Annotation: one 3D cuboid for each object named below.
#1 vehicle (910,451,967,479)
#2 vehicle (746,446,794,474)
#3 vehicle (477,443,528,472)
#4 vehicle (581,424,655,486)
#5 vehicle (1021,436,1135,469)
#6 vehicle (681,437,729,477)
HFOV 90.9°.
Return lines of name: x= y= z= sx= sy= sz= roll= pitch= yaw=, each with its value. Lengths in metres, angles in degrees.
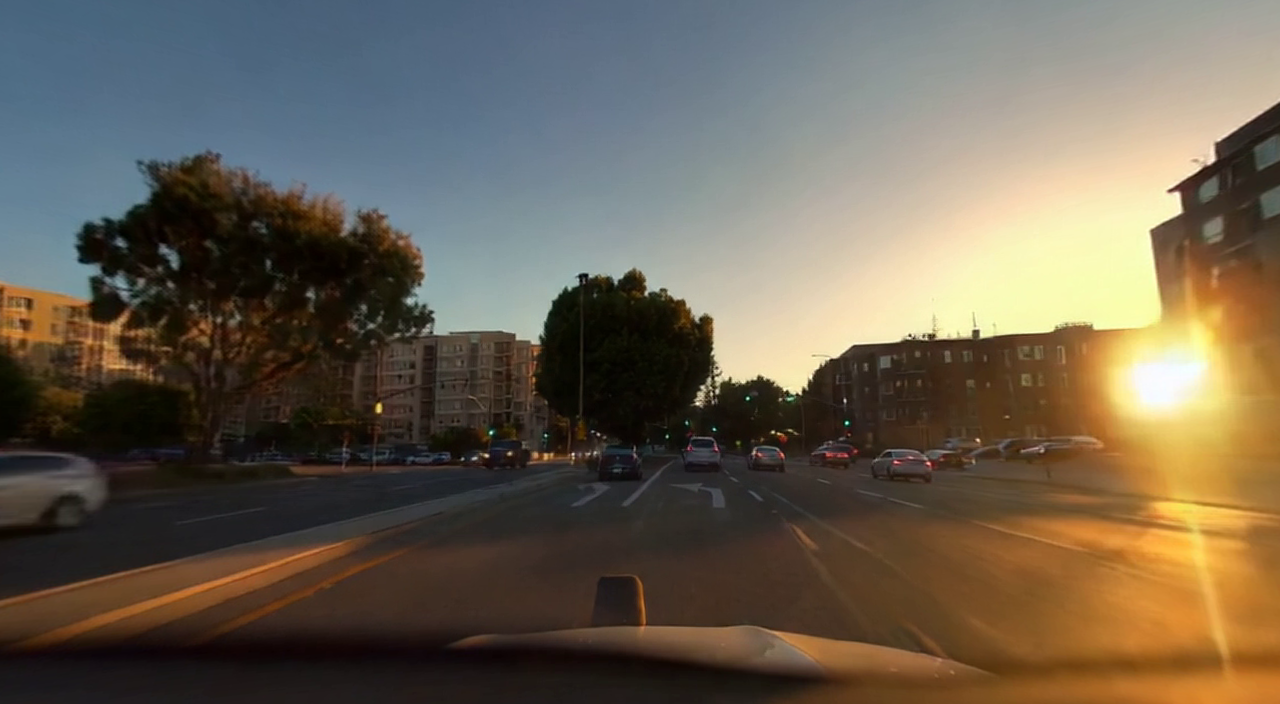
vehicle: x=17.227 y=6.501 z=36.570 sx=1.706 sy=1.474 sz=3.761 roll=-1 pitch=-9 yaw=5
vehicle: x=7.541 y=6.296 z=37.003 sx=2.075 sy=1.486 sz=4.316 roll=0 pitch=-9 yaw=3
vehicle: x=-8.806 y=6.786 z=40.808 sx=2.098 sy=1.760 sz=4.654 roll=0 pitch=-9 yaw=3
vehicle: x=-0.726 y=3.999 z=24.697 sx=2.396 sy=2.143 sz=4.824 roll=-1 pitch=-9 yaw=4
vehicle: x=26.344 y=6.071 z=38.126 sx=5.050 sy=1.756 sz=2.206 roll=-3 pitch=-10 yaw=6
vehicle: x=3.230 y=5.284 z=31.959 sx=2.222 sy=1.841 sz=4.031 roll=-1 pitch=-9 yaw=4
